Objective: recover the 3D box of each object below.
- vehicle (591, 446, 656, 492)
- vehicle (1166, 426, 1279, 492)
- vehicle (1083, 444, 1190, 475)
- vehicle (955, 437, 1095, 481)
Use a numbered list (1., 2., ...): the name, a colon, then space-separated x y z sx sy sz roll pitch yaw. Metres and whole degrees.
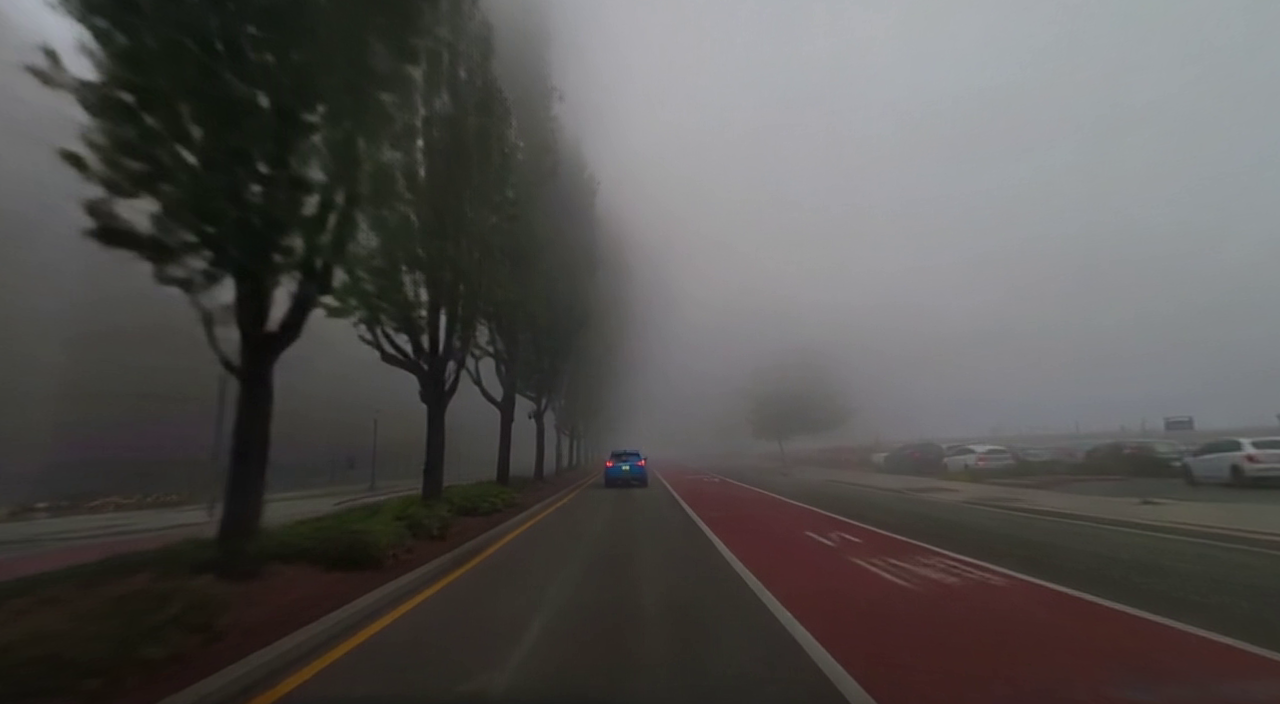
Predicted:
1. vehicle: -0.600 4.097 22.385 2.063 1.442 4.135 0 -9 -2
2. vehicle: 15.246 2.543 15.080 1.913 1.470 3.714 0 -9 -3
3. vehicle: 24.005 5.199 30.567 3.561 1.455 1.860 0 -9 0
4. vehicle: 14.476 4.023 23.882 4.003 1.476 1.884 -2 -8 2
